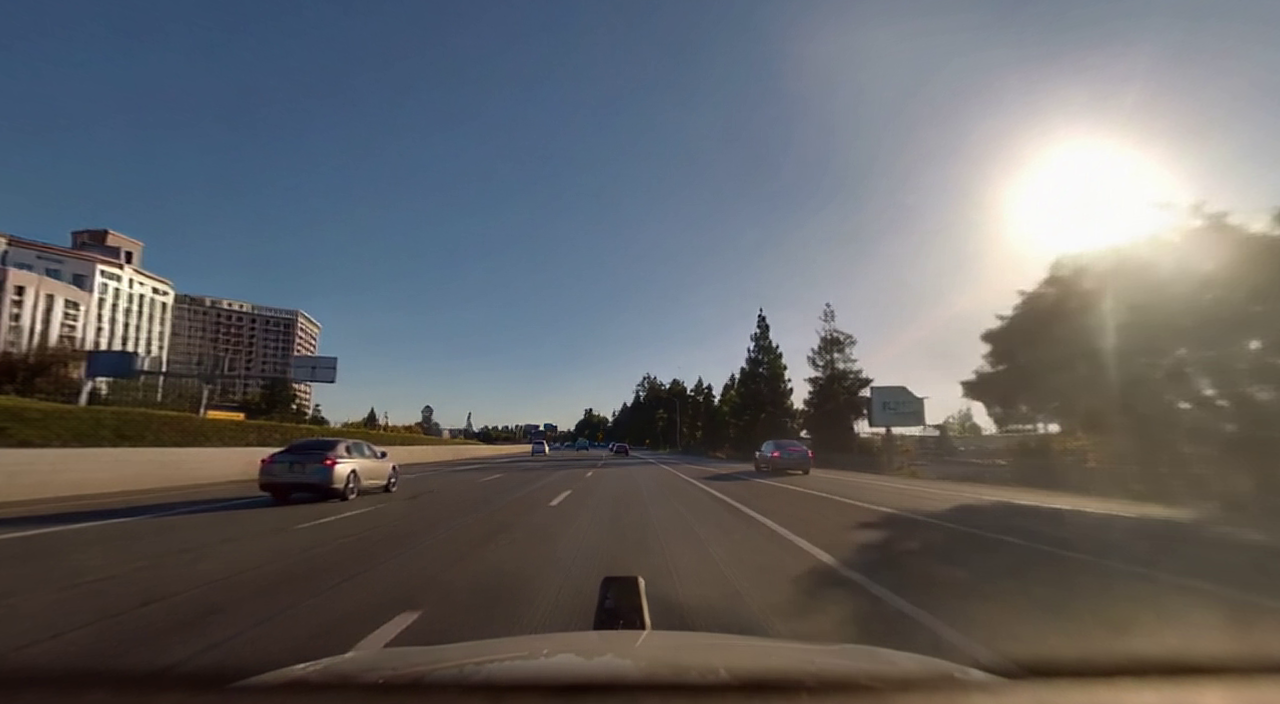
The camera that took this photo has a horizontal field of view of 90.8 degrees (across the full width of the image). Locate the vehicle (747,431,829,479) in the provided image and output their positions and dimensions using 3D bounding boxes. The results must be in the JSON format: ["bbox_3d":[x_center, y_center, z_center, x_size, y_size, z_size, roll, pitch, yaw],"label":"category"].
[{"bbox_3d":[5.917,4.179,25.851,2.023,1.782,4.193,1,-9,-5],"label":"vehicle"}]

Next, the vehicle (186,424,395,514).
[{"bbox_3d":[-7.598,2.596,14.493,2.030,1.672,4.913,0,-9,-1],"label":"vehicle"}]
